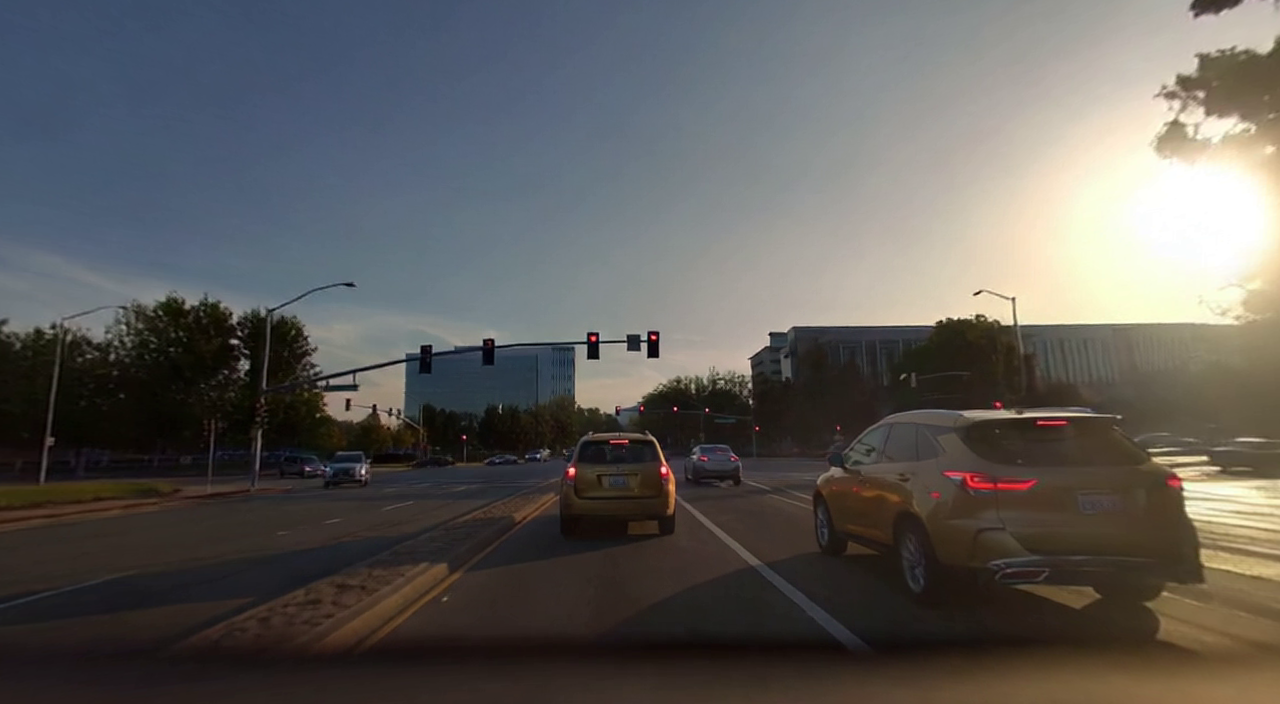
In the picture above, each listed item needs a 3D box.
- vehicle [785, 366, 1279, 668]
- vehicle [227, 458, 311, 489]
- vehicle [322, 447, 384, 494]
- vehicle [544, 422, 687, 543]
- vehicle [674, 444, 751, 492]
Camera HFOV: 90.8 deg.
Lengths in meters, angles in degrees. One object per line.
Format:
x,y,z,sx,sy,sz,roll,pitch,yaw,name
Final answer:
3.096,1.305,6.064,2.228,1.798,4.370,0,-9,-2,vehicle
-23.901,7.792,40.690,4.802,1.771,2.060,-4,-9,22,vehicle
-13.540,5.475,29.672,2.354,1.949,4.905,4,-9,-25,vehicle
-0.388,2.172,11.151,2.039,1.698,4.144,0,-9,-1,vehicle
2.378,3.927,21.838,1.900,1.459,4.260,0,-9,-3,vehicle
